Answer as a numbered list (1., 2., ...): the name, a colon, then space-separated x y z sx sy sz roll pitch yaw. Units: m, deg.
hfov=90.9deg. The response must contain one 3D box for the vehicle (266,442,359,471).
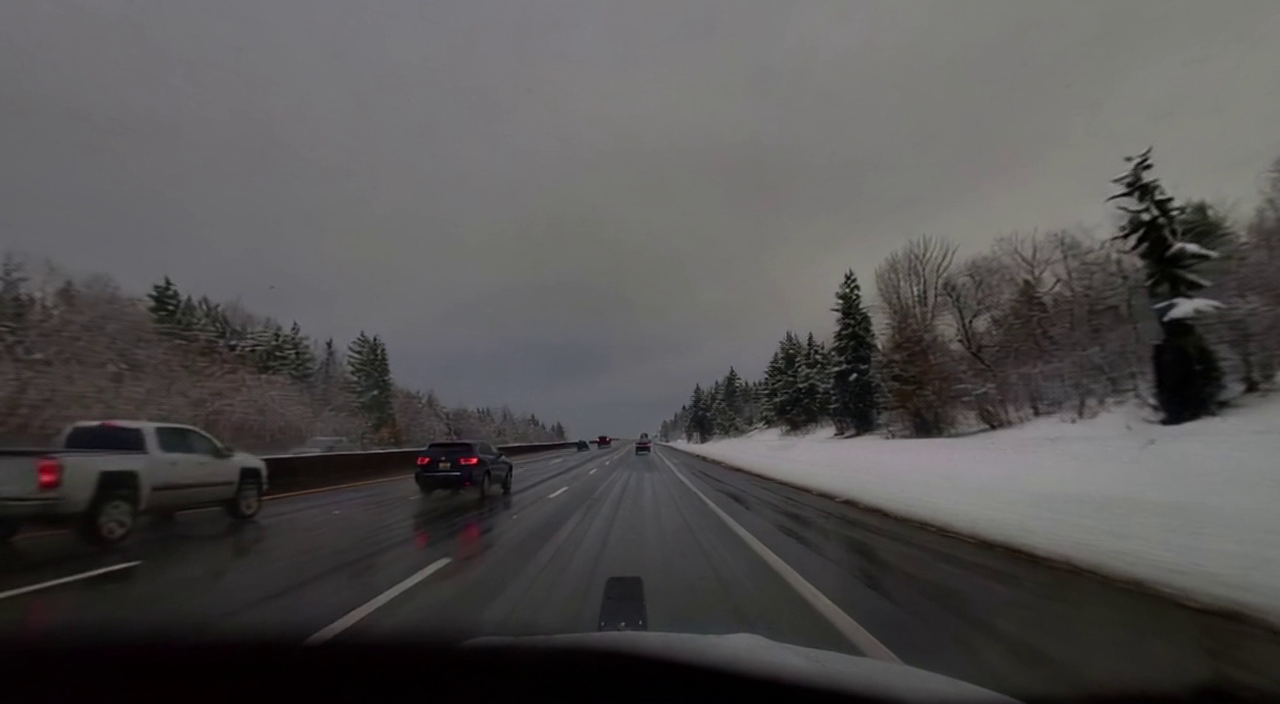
1. vehicle: -17.735 5.660 34.543 2.103 1.432 5.605 0 -8 0

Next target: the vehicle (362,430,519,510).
1. vehicle: -4.408 2.682 14.884 2.071 1.556 4.729 0 -8 1

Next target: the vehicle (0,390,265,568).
1. vehicle: -7.834 1.675 8.885 2.116 1.869 4.725 0 -8 0
